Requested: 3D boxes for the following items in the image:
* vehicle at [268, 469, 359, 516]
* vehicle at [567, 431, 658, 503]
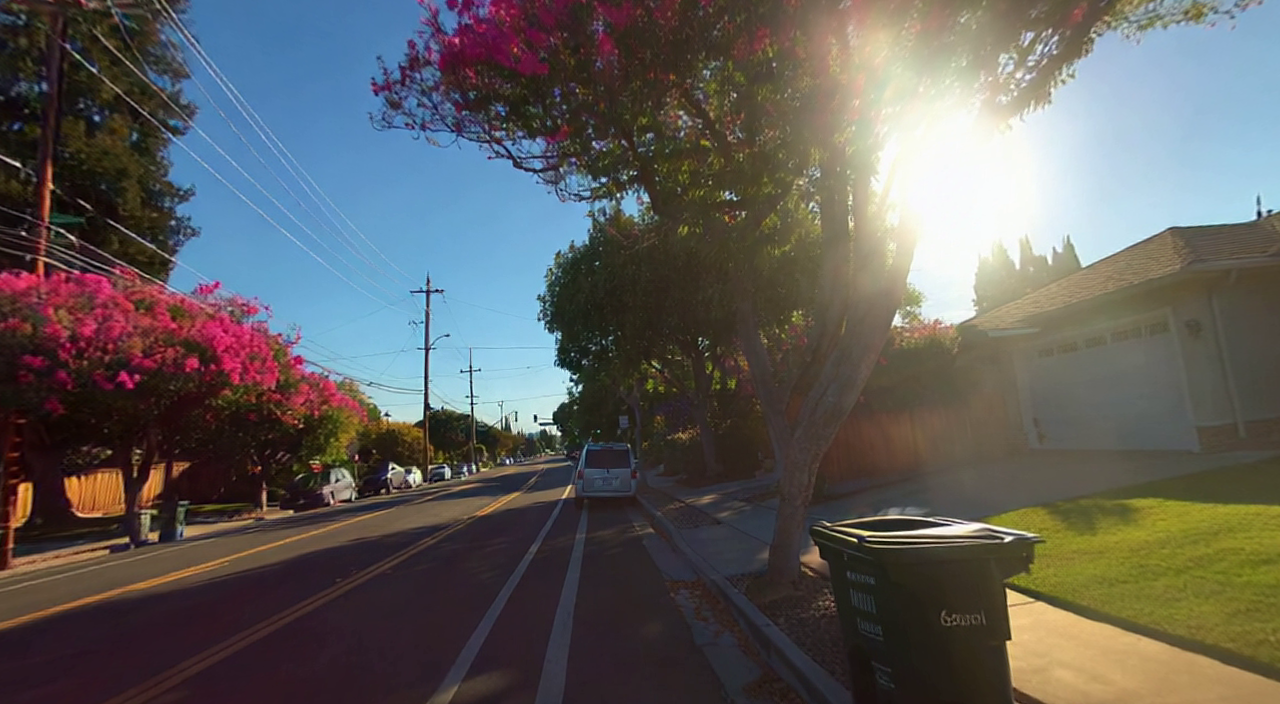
[{"bbox_3d":[-13.770,5.924,26.982,1.982,1.660,4.142,1,-8,-6],"label":"vehicle"},{"bbox_3d":[-0.827,3.077,17.387,2.190,1.708,4.115,0,-8,-4],"label":"vehicle"}]
